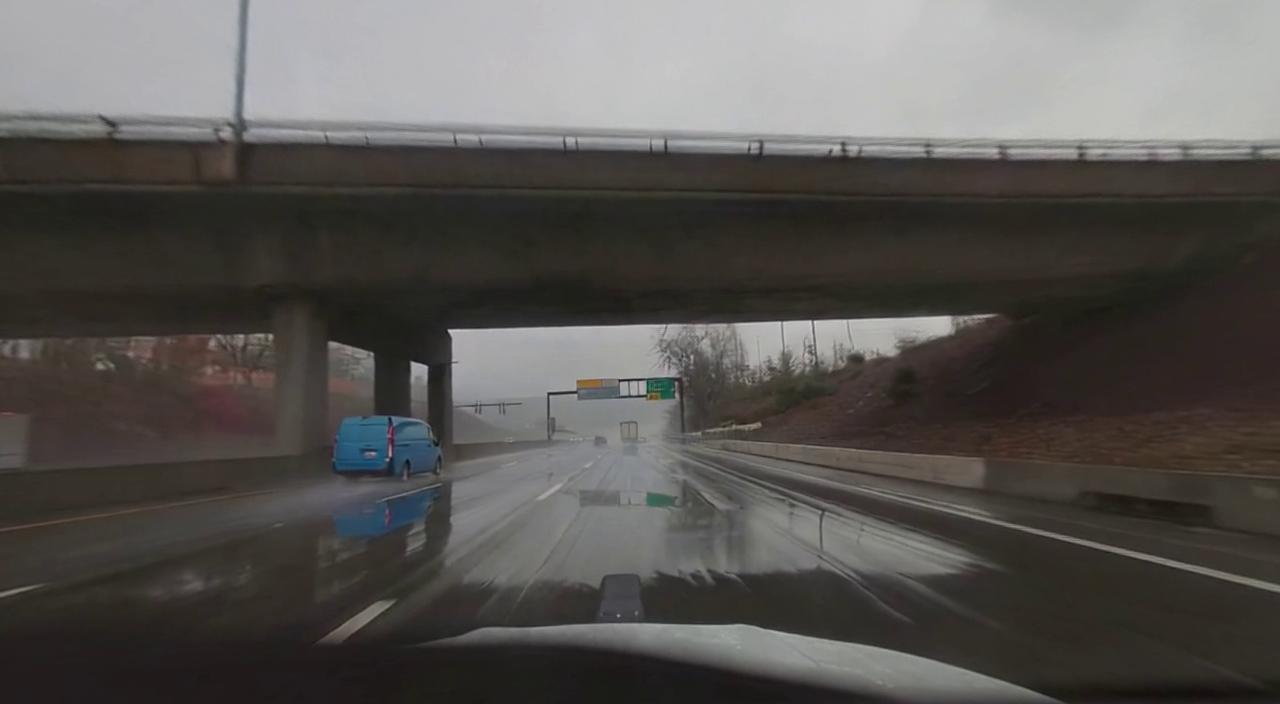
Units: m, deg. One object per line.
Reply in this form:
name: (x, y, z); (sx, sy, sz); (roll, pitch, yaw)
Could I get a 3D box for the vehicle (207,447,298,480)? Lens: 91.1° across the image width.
vehicle: (-20.125, 5.762, 32.910); (1.866, 1.511, 4.574); (0, -8, -1)

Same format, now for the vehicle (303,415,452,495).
vehicle: (-7.420, 2.960, 18.564); (2.150, 1.996, 5.341); (0, -8, -1)
